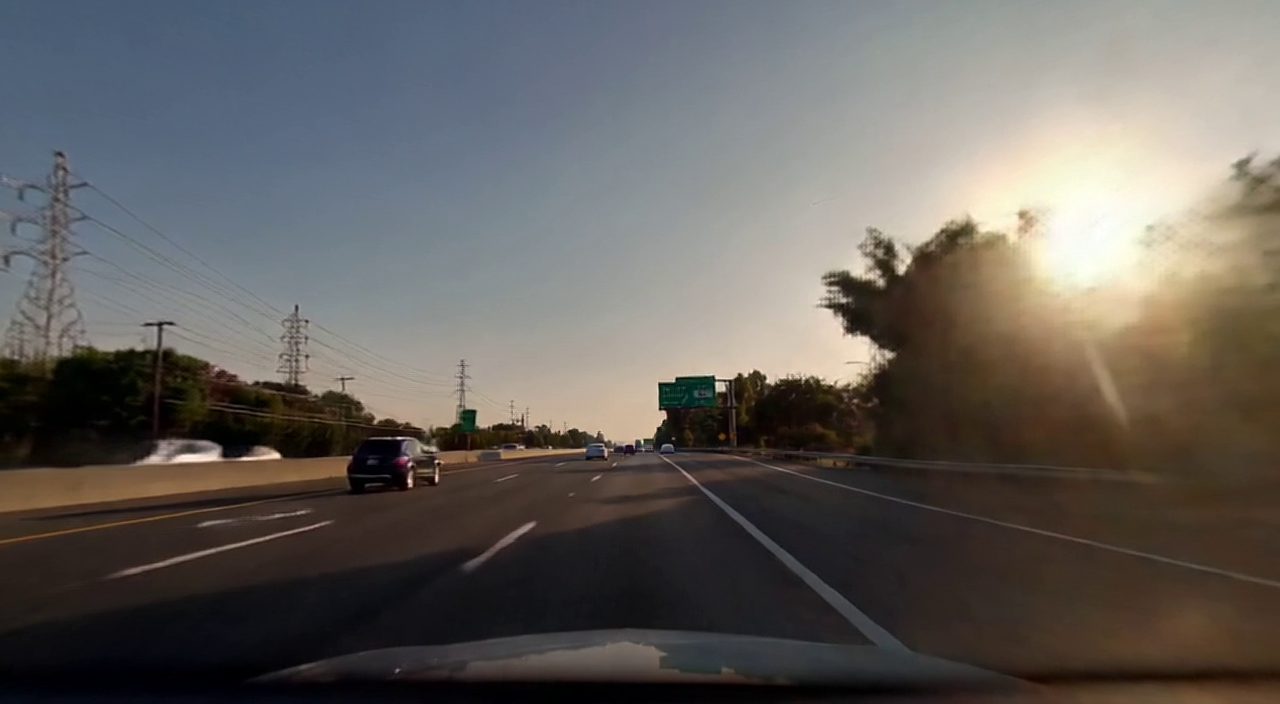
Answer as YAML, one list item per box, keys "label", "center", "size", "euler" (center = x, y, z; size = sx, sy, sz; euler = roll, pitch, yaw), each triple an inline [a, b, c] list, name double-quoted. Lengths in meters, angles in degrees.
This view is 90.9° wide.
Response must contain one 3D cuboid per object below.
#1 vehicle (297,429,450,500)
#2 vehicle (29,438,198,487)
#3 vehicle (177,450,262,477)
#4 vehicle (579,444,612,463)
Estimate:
- label: "vehicle"
  center: [-7.233, 3.106, 17.809]
  size: [2.118, 1.696, 4.836]
  euler: [0, -9, 1]
- label: "vehicle"
  center: [-18.312, 3.848, 22.303]
  size: [1.922, 1.510, 4.669]
  euler: [0, -9, 1]
- label: "vehicle"
  center: [-25.829, 6.823, 38.902]
  size: [2.001, 1.498, 4.611]
  euler: [0, -9, 1]
- label: "vehicle"
  center: [-3.355, 7.707, 48.111]
  size: [2.048, 1.368, 4.613]
  euler: [0, -9, 1]
